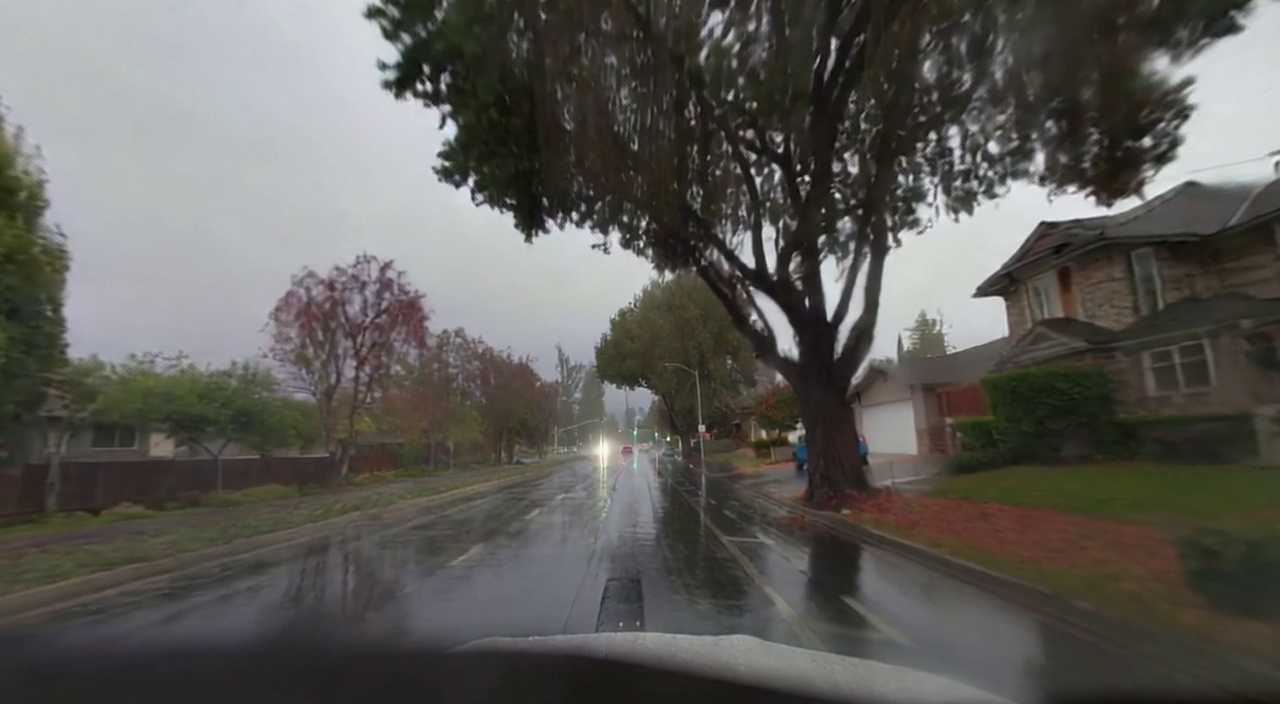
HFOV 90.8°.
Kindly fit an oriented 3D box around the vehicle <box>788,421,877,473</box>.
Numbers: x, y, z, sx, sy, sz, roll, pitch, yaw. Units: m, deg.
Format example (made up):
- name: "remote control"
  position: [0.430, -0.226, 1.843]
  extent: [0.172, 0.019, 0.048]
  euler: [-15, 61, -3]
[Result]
- name: "vehicle"
  position: [8.047, 4.086, 26.971]
  extent: [2.051, 1.801, 4.785]
  euler: [-5, -9, -2]
